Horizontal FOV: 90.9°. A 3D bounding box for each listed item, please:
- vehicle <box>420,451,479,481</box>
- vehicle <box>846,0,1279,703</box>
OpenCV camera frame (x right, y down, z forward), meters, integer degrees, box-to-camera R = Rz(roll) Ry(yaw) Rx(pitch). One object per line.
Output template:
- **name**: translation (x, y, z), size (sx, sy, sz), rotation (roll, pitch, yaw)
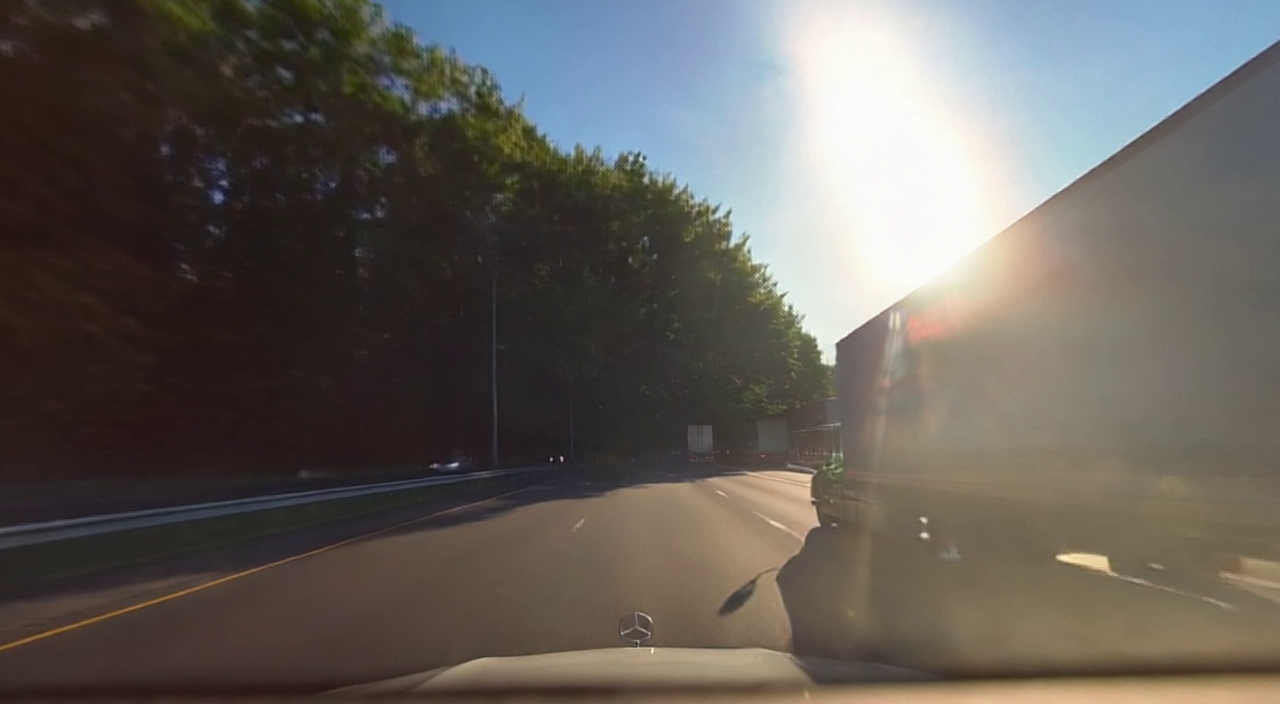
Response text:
- **vehicle**: translation (-10.901, 6.544, 36.396), size (1.943, 1.620, 4.182), rotation (-1, -9, 2)
- **vehicle**: translation (4.483, -0.352, 2.397), size (2.859, 3.984, 14.045), rotation (0, -9, 1)
